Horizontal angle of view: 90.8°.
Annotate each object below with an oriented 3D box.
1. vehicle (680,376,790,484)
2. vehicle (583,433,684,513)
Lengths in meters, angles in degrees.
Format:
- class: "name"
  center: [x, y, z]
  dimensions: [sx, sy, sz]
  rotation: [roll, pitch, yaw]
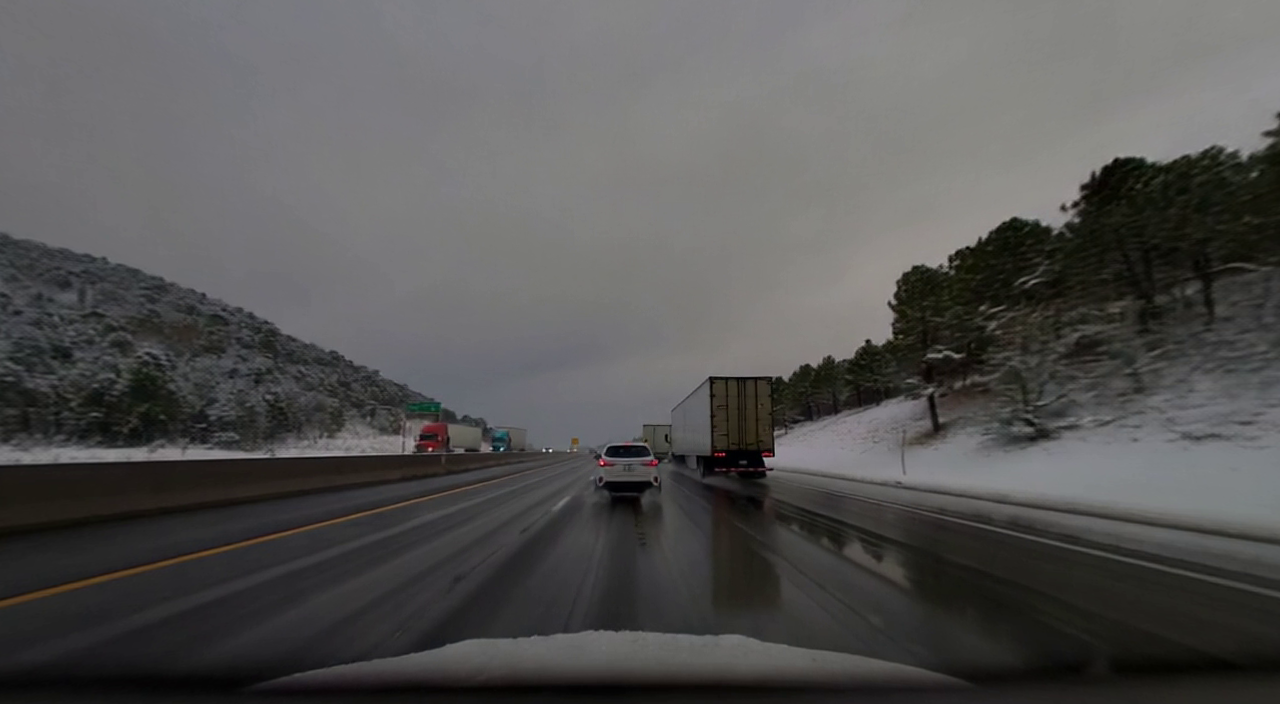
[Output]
- class: "vehicle"
  center: [3.981, 3.990, 30.627]
  dimensions: [2.812, 4.024, 14.098]
  rotation: [0, -9, -1]
- class: "vehicle"
  center: [-0.155, 2.813, 15.053]
  dimensions: [2.109, 1.639, 3.768]
  rotation: [0, -9, -1]
